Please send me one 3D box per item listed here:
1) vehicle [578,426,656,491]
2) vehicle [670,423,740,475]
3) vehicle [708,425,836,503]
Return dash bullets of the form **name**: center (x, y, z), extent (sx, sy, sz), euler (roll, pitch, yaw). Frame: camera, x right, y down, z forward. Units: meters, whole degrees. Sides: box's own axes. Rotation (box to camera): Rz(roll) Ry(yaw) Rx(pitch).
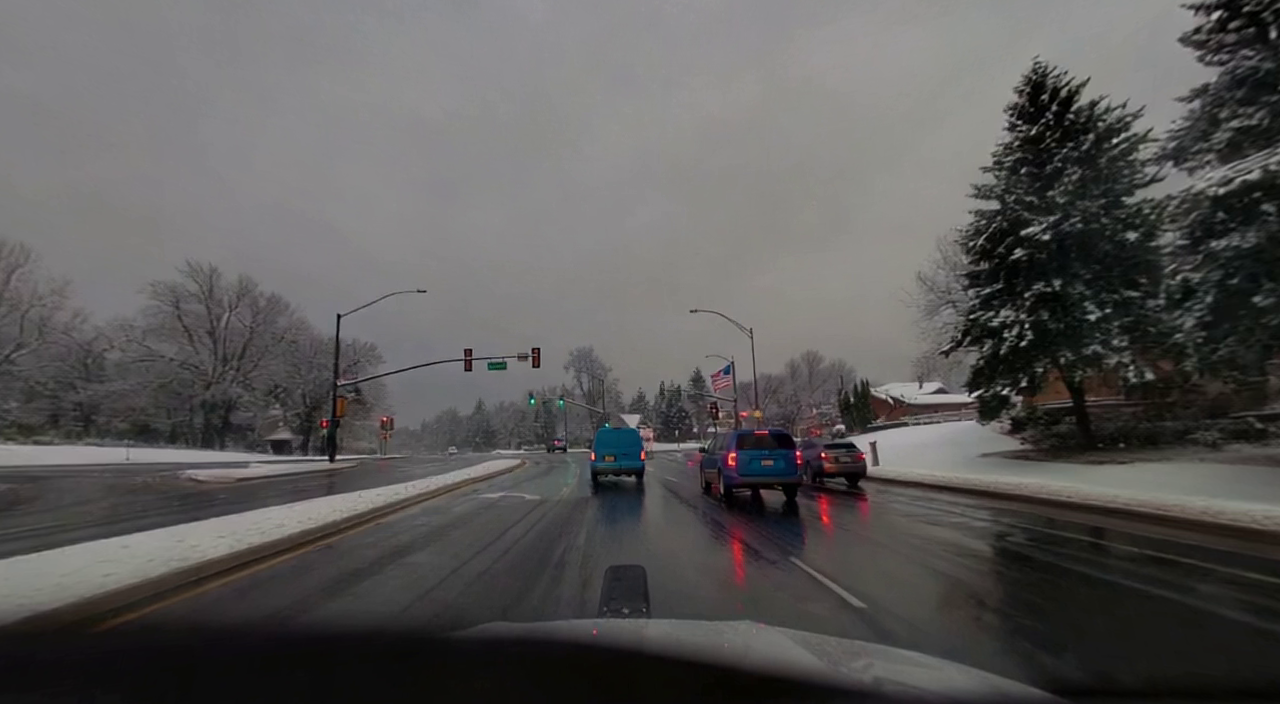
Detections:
- **vehicle**: center (-0.865, 3.356, 20.230), extent (2.185, 1.822, 4.583), euler (1, -8, -6)
- **vehicle**: center (2.973, 4.577, 30.020), extent (2.578, 2.251, 4.782), euler (0, -8, -3)
- **vehicle**: center (3.135, 2.775, 16.053), extent (2.024, 1.686, 4.588), euler (0, -8, -3)
